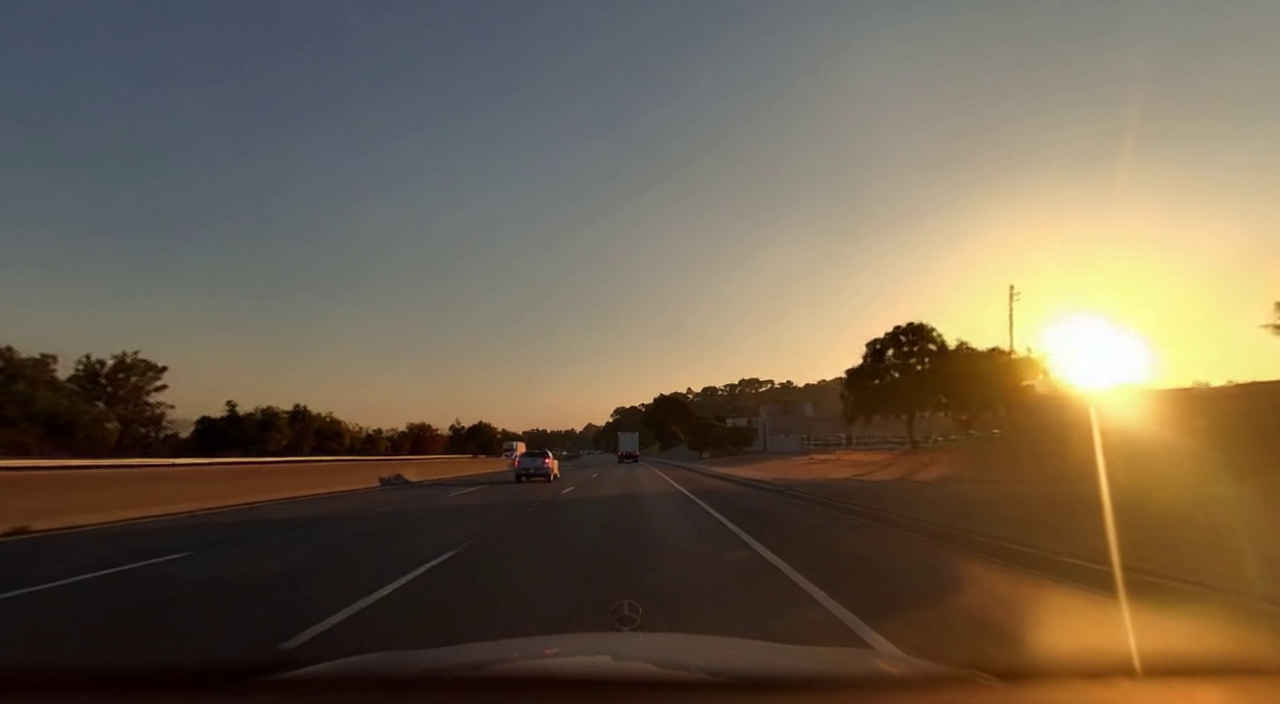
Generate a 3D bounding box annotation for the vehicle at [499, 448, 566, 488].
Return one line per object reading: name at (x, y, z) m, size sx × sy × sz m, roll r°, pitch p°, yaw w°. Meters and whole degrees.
vehicle at (-4.703, 5.125, 28.306) m, size 2.108 × 1.573 × 5.000 m, roll 0°, pitch -9°, yaw 0°
